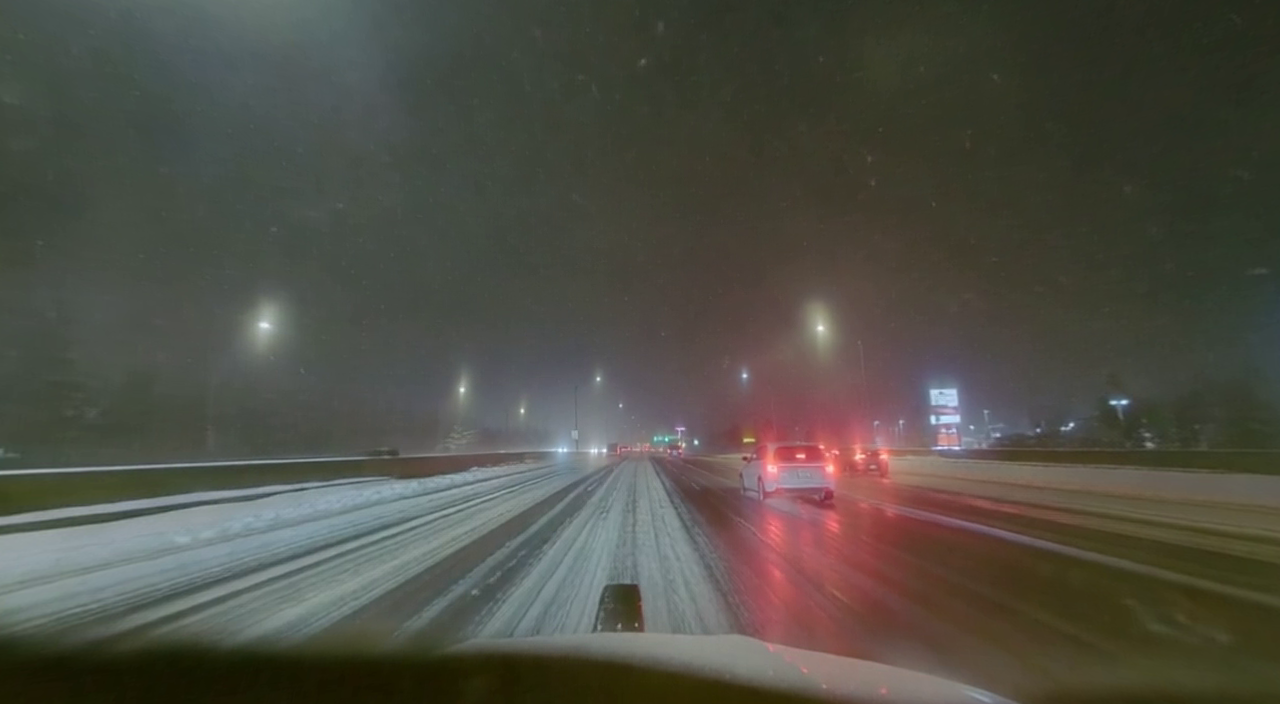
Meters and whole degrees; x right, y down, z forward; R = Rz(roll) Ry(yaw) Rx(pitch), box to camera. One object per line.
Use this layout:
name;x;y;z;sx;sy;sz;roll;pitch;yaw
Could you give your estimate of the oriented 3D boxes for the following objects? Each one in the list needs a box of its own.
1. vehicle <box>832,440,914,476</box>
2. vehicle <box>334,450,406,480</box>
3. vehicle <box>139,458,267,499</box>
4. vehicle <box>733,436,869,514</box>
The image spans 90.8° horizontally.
vehicle;10.564;4.836;29.048;2.019;1.529;4.385;0;-9;-1
vehicle;-14.486;6.081;34.180;1.919;1.470;4.452;0;-8;0
vehicle;-18.749;5.424;27.435;1.972;1.516;4.973;0;-9;0
vehicle;3.462;2.723;14.452;1.961;1.504;4.094;0;-9;-1
